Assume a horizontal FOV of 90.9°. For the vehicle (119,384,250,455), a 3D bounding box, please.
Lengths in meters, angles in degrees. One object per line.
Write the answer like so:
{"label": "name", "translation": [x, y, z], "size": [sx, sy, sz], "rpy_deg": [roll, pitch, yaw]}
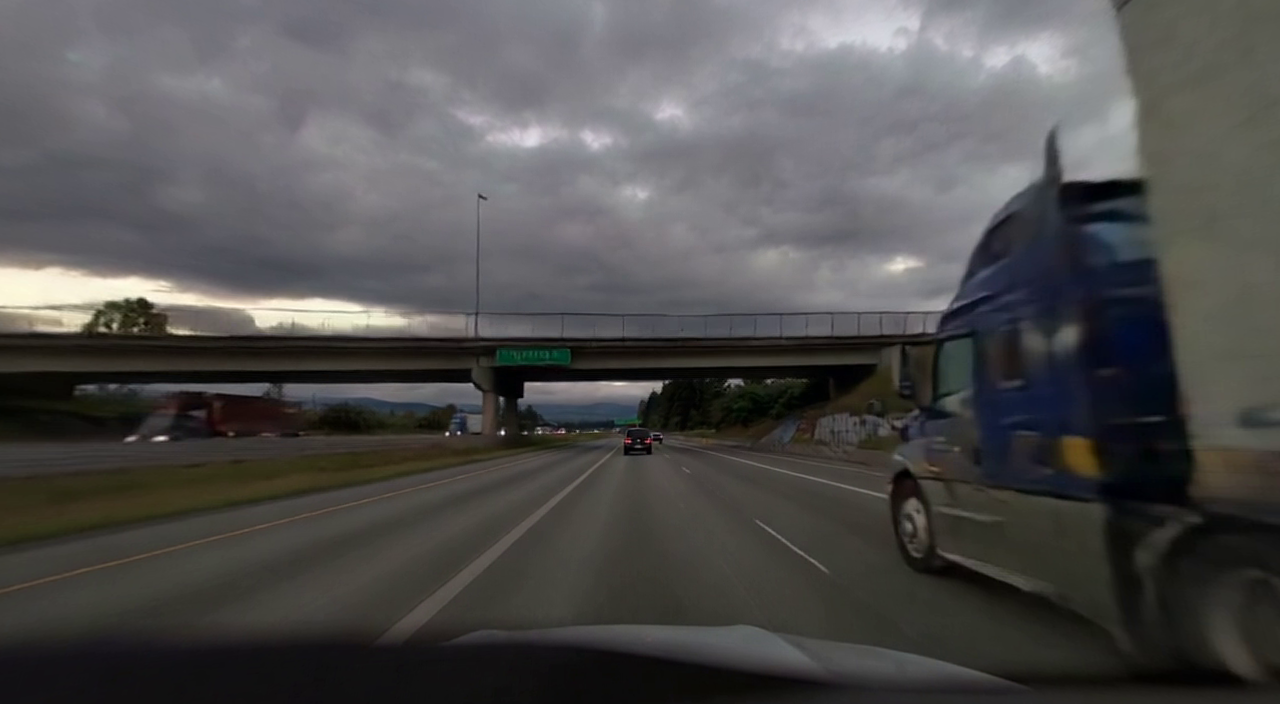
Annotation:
{"label": "vehicle", "translation": [-26.974, 4.124, 37.765], "size": [3.137, 3.871, 6.148], "rpy_deg": [0, -8, -1]}

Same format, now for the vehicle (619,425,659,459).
{"label": "vehicle", "translation": [-0.090, 5.481, 38.565], "size": [2.277, 1.913, 4.510], "rpy_deg": [0, -8, -1]}

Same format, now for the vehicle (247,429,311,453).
{"label": "vehicle", "translation": [-22.833, 5.639, 40.001], "size": [1.709, 1.457, 4.012], "rpy_deg": [0, -8, -1]}

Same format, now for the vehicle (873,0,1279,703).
{"label": "vehicle", "translation": [4.014, -0.113, 3.457], "size": [3.036, 3.846, 5.889], "rpy_deg": [0, -8, -1]}
